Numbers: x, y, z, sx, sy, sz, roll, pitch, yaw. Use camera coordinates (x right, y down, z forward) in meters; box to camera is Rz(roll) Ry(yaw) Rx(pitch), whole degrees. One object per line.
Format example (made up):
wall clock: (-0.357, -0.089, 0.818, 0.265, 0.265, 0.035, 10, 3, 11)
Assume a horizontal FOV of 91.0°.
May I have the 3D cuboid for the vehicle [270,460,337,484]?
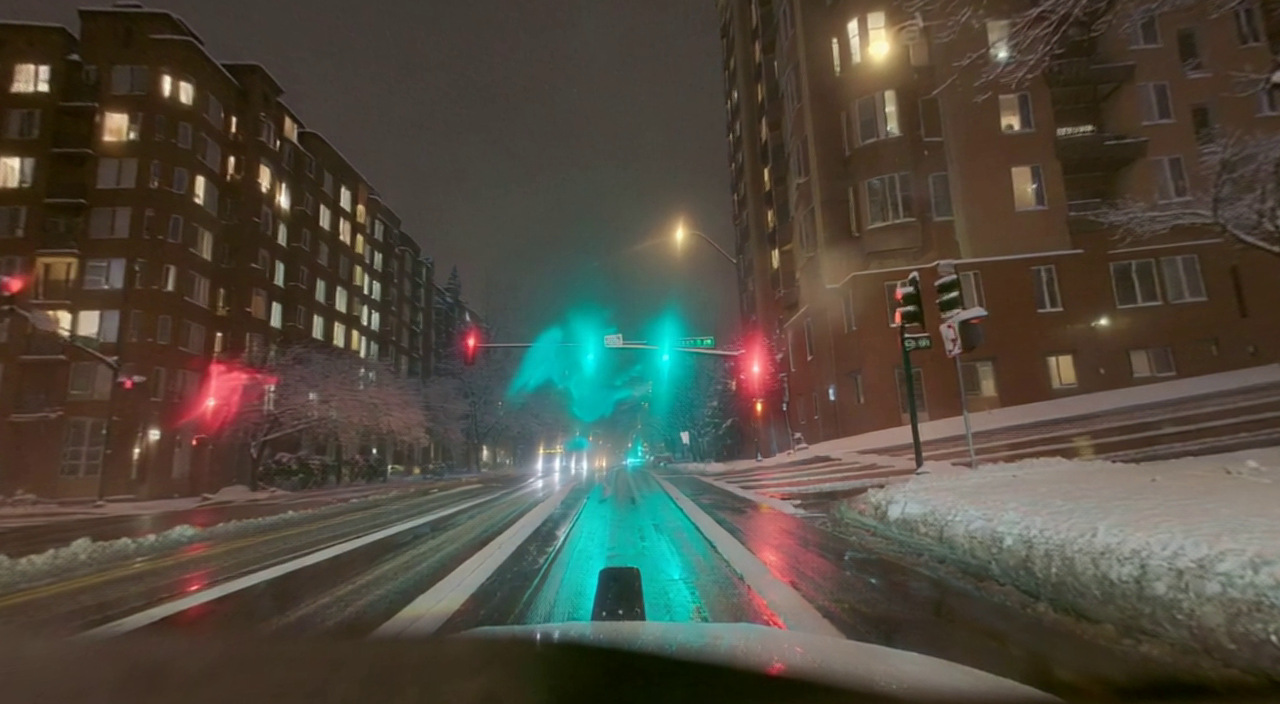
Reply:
vehicle: (-24.668, 8.806, 46.275, 3.882, 1.600, 1.768, 0, -9, 2)
